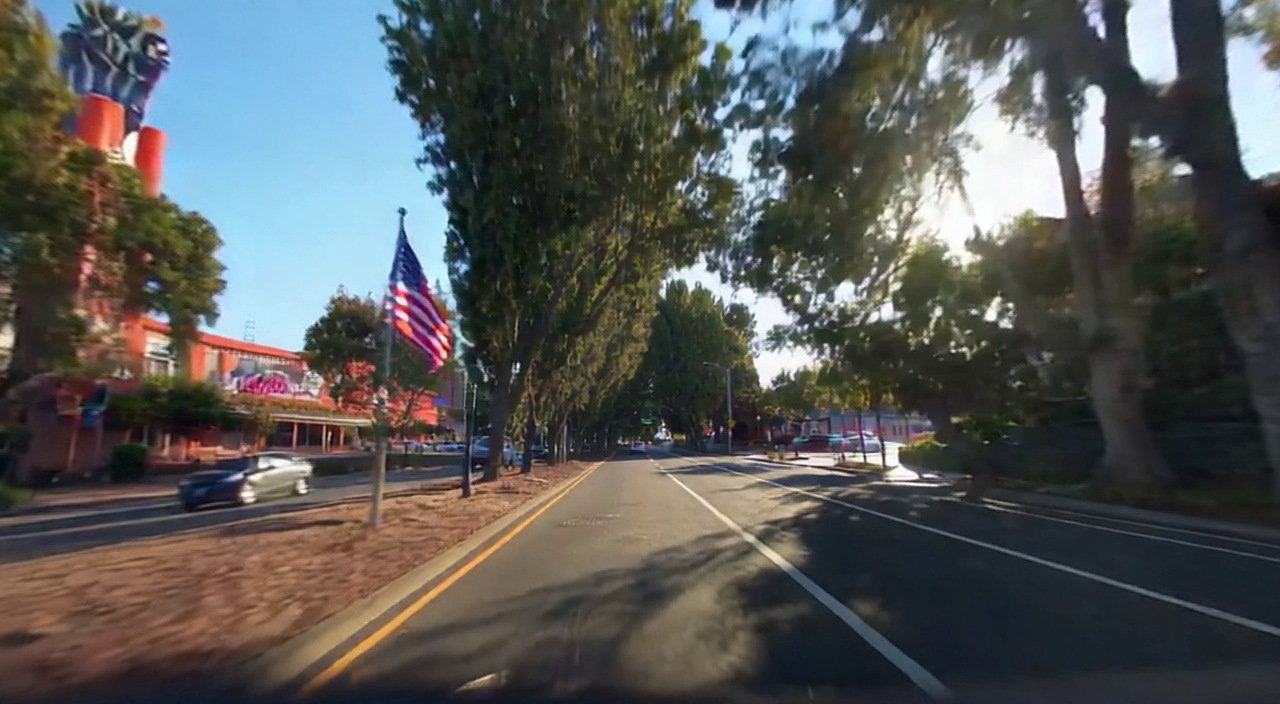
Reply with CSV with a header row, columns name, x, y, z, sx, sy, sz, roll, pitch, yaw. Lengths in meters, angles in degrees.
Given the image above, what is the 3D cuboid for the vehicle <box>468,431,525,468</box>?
name,x,y,z,sx,sy,sz,roll,pitch,yaw
vehicle,-8.439,5.793,37.545,2.171,1.975,5.168,0,-8,0

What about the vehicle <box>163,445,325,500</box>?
name,x,y,z,sx,sy,sz,roll,pitch,yaw
vehicle,-11.643,3.527,18.990,1.874,1.407,4.606,0,-8,0
